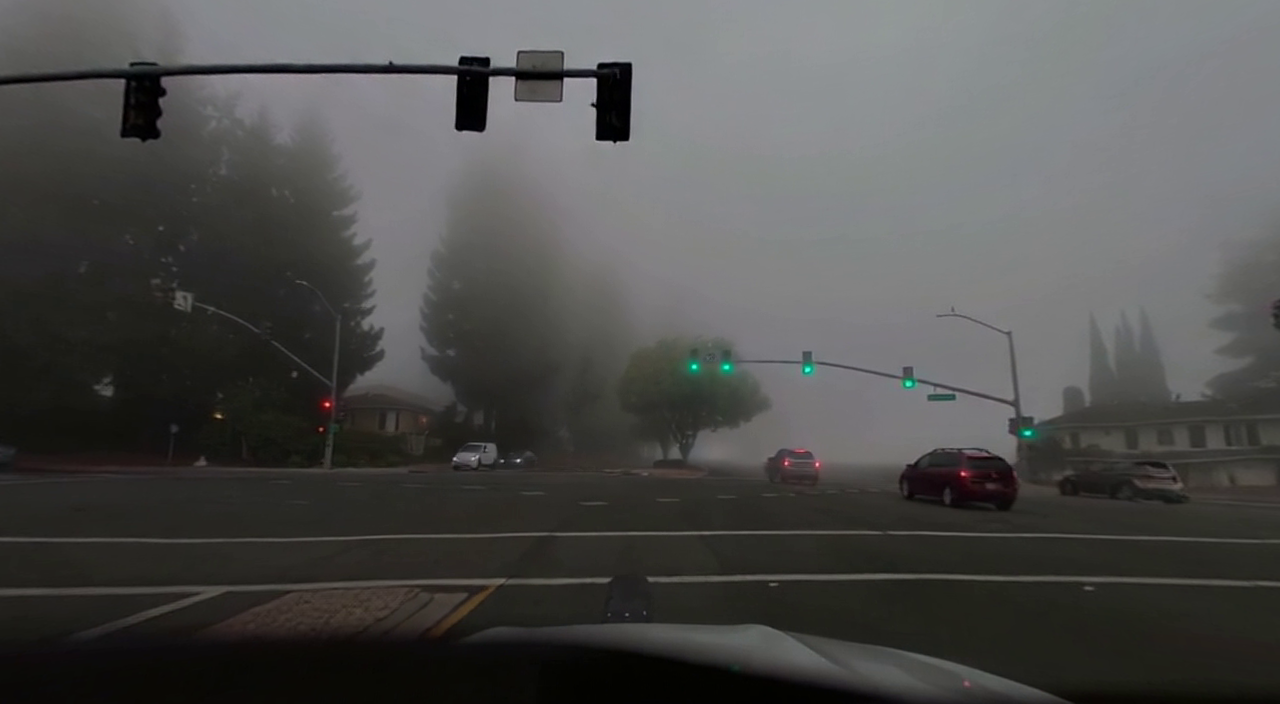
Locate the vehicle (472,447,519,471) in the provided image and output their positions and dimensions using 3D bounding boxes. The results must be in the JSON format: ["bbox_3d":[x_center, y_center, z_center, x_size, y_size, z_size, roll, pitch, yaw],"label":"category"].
[{"bbox_3d":[-9.929,7.356,43.599,2.039,1.519,4.356,-1,-9,2],"label":"vehicle"}]

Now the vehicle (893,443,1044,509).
[{"bbox_3d":[9.917,3.749,19.576,2.120,1.767,4.856,0,-9,1],"label":"vehicle"}]

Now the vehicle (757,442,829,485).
[{"bbox_3d":[7.129,5.238,29.934,2.239,1.812,4.812,0,-9,0],"label":"vehicle"}]

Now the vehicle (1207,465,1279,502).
[{"bbox_3d":[32.116,6.722,32.271,4.240,1.728,2.009,0,-9,-2],"label":"vehicle"}]

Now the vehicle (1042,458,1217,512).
[{"bbox_3d":[16.878,4.568,22.195,2.053,1.589,5.137,0,-9,0],"label":"vehicle"}]
